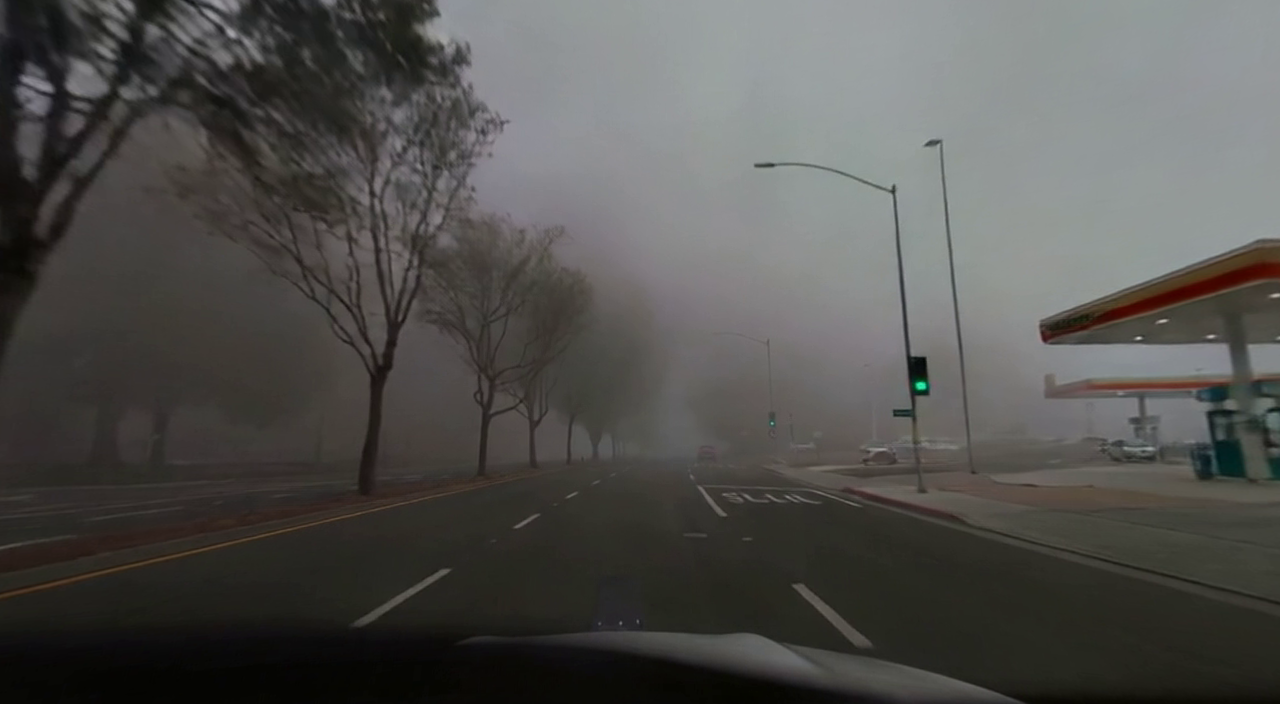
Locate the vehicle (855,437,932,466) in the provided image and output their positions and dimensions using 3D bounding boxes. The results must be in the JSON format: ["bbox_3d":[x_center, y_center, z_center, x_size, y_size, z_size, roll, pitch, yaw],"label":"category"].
[{"bbox_3d":[14.640,5.776,36.369,4.744,1.475,2.008,9,-16,-40],"label":"vehicle"}]

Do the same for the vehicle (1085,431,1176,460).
[{"bbox_3d":[32.216,6.146,41.649,2.045,1.778,4.517,1,-9,-6],"label":"vehicle"}]
